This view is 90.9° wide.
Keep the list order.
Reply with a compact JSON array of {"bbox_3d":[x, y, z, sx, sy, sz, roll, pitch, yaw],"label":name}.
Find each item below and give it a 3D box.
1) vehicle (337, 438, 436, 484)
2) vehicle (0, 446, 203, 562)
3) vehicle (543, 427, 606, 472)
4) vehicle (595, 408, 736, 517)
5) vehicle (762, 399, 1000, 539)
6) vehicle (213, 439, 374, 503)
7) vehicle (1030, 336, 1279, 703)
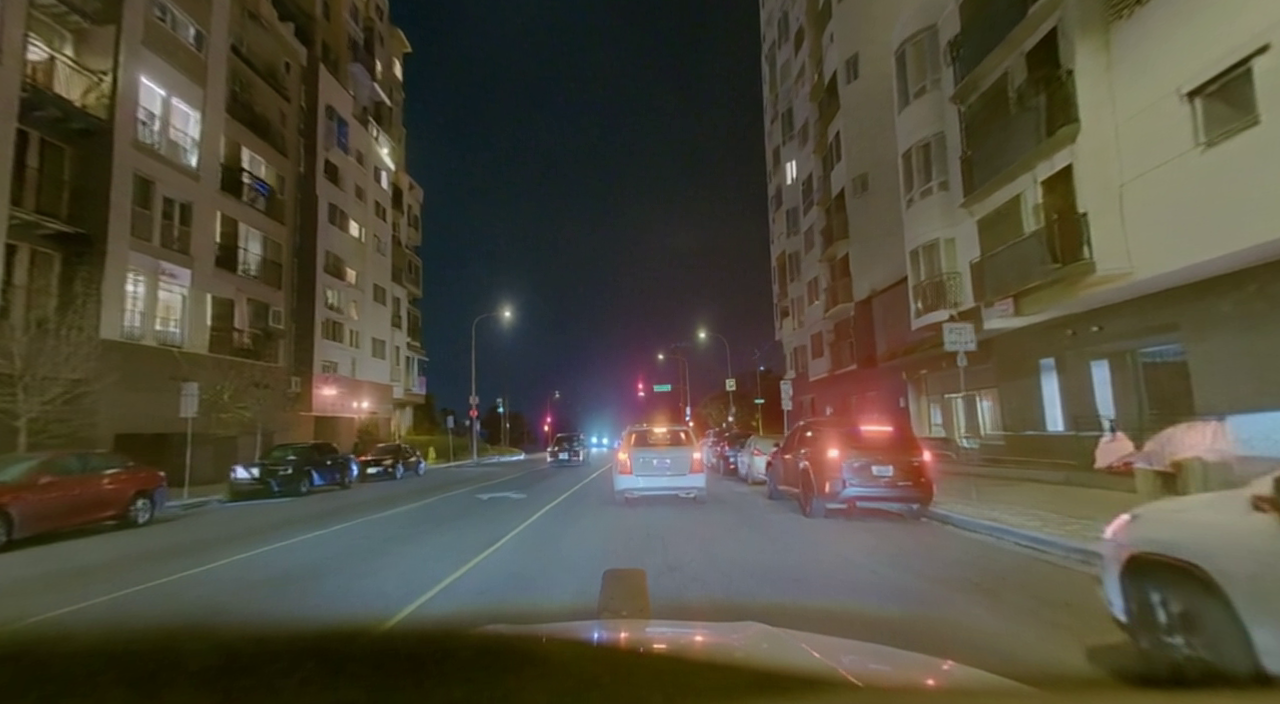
[{"bbox_3d":[-9.328,4.022,23.616,1.955,1.555,4.424,0,-8,-2],"label":"vehicle"},{"bbox_3d":[-9.295,2.210,9.743,2.021,1.474,4.337,0,-8,-2],"label":"vehicle"},{"bbox_3d":[-2.682,4.120,26.787,2.219,1.746,4.197,0,-8,0],"label":"vehicle"},{"bbox_3d":[0.436,2.080,12.236,2.261,1.740,4.065,0,-8,1],"label":"vehicle"},{"bbox_3d":[3.636,1.879,10.672,2.158,1.828,4.573,0,-8,0],"label":"vehicle"},{"bbox_3d":[-9.416,3.229,17.634,2.002,1.546,4.339,0,-8,1],"label":"vehicle"},{"bbox_3d":[3.609,0.677,1.663,2.076,1.722,4.721,0,-8,0],"label":"vehicle"}]
